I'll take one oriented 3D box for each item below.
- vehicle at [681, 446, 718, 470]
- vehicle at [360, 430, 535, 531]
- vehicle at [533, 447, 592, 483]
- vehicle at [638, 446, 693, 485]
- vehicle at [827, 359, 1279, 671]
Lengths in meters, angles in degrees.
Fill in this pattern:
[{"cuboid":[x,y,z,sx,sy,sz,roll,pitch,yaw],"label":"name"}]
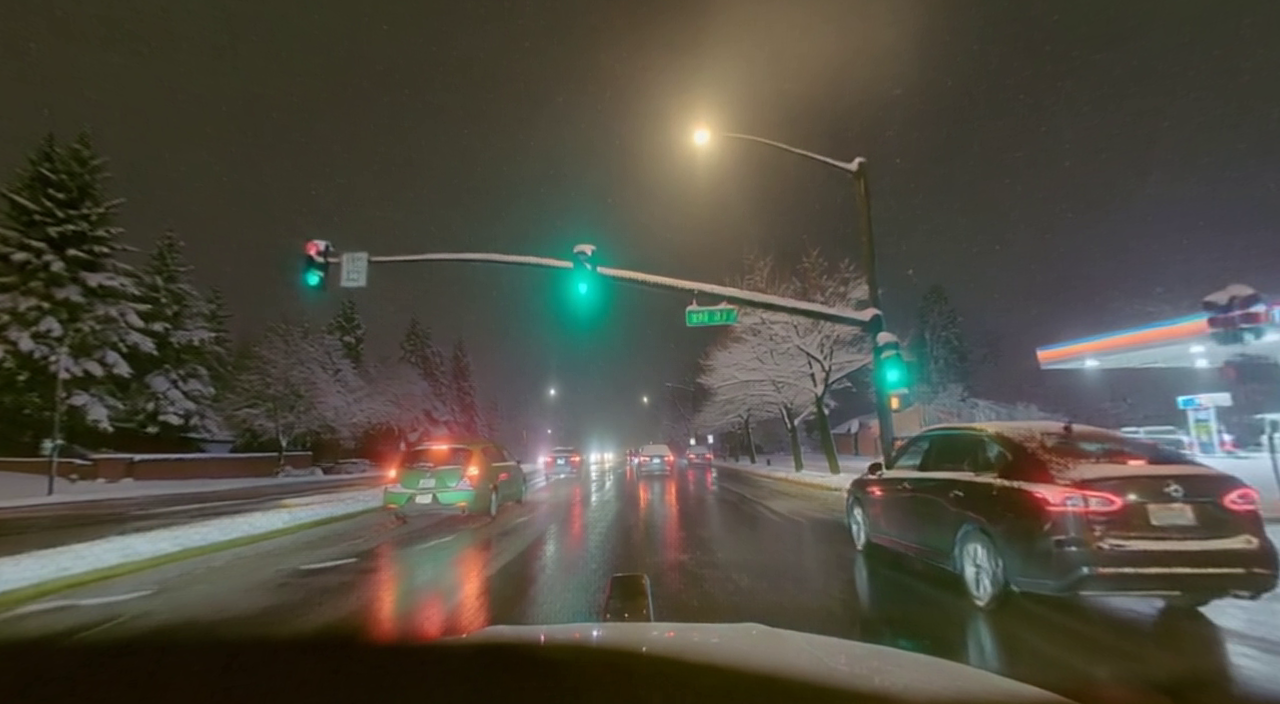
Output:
[{"cuboid":[3.858,6.945,41.489,1.920,1.479,4.548,0,-8,-1],"label":"vehicle"},{"cuboid":[-3.671,2.541,13.182,2.023,1.687,4.874,-1,-8,1],"label":"vehicle"},{"cuboid":[-3.372,5.022,28.269,1.995,1.436,4.500,0,-8,1],"label":"vehicle"},{"cuboid":[0.942,4.517,25.394,1.994,1.433,3.894,0,-8,0],"label":"vehicle"},{"cuboid":[3.482,1.273,6.019,1.992,1.805,4.549,0,-8,0],"label":"vehicle"}]
